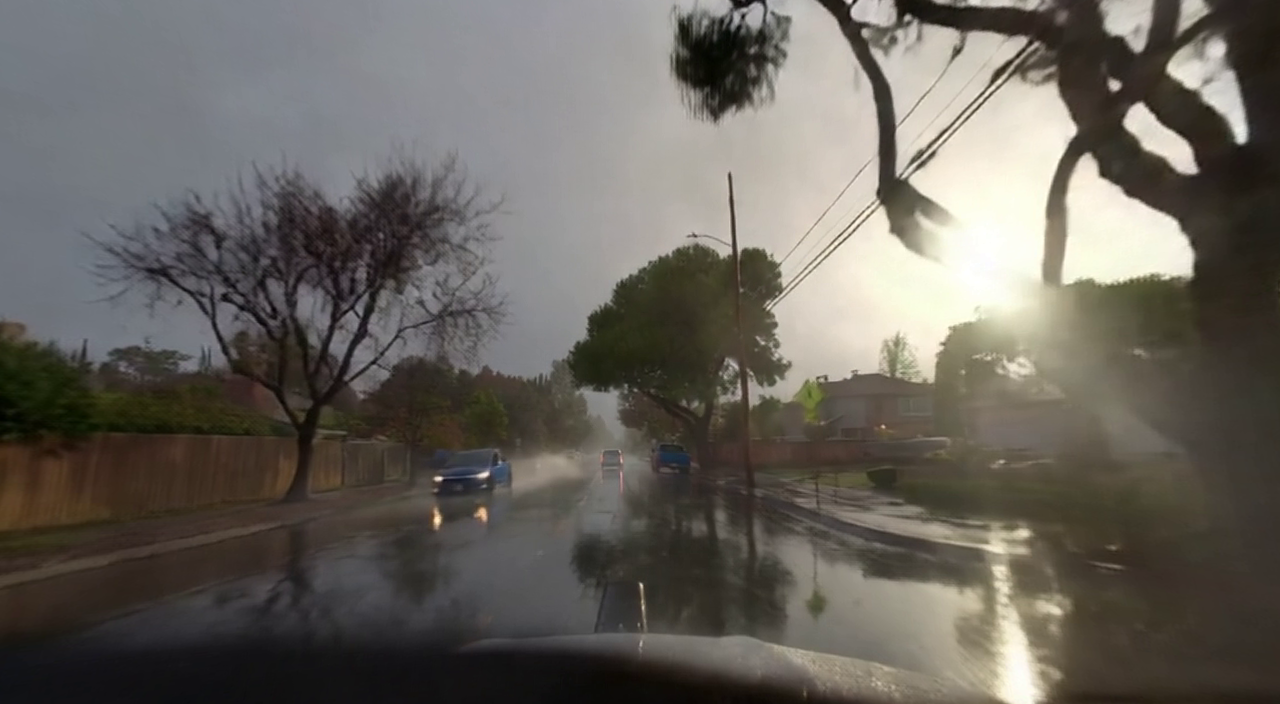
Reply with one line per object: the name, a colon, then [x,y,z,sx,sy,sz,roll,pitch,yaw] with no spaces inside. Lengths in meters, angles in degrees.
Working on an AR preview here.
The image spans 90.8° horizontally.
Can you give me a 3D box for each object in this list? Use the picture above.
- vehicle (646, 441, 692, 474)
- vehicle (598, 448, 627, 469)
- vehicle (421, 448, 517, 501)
vehicle: [1.722,6.590,39.793,2.394,1.901,5.759,0,-9,-2]
vehicle: [-2.032,7.870,47.051,2.064,1.477,3.968,0,-9,-2]
vehicle: [-5.440,3.917,20.675,1.926,1.513,4.236,0,-9,0]
